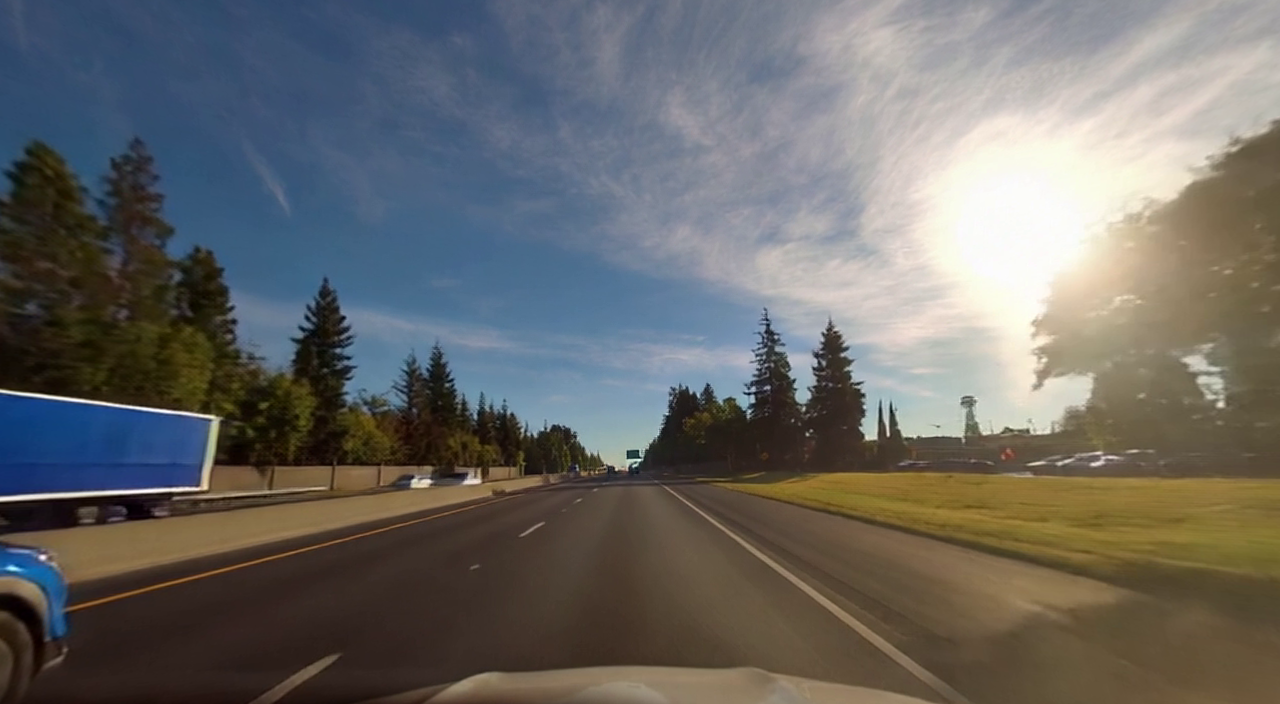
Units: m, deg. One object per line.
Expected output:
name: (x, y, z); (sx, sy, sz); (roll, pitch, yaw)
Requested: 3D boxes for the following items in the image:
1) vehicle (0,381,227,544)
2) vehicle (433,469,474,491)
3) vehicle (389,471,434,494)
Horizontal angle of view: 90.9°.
vehicle: (-17.662, 3.056, 17.412); (2.890, 4.047, 14.234); (1, -10, 0)
vehicle: (-13.323, 9.186, 45.266); (1.776, 1.460, 3.883); (1, -10, 0)
vehicle: (-16.793, 9.601, 46.497); (1.847, 1.527, 4.084); (1, -10, -1)
